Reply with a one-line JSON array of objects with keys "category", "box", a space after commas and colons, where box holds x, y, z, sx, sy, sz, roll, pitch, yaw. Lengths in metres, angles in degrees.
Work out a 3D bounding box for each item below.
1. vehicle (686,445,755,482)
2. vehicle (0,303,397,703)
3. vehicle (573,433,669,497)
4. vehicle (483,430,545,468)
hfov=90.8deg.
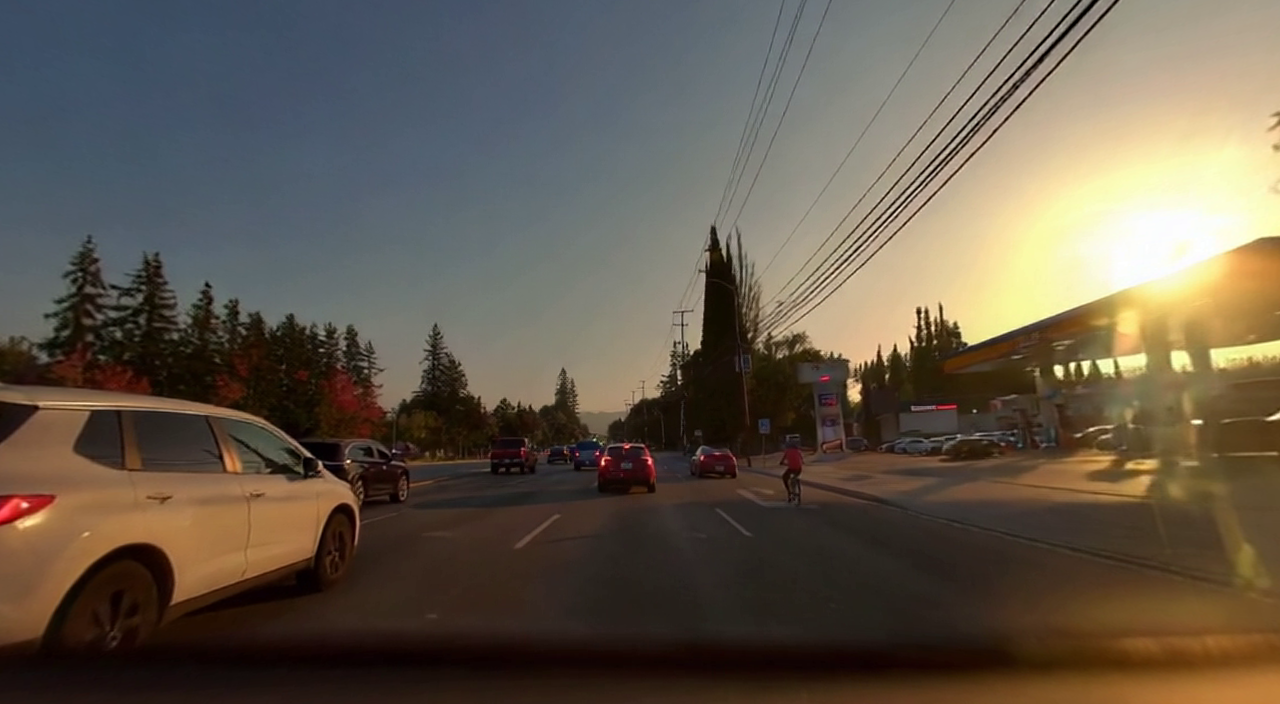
[{"category": "vehicle", "box": [3.040, 4.329, 24.926, 2.065, 1.302, 4.416, 0, -8, -1]}, {"category": "vehicle", "box": [-3.228, 0.838, 3.467, 1.922, 1.642, 4.547, 0, -8, 1]}, {"category": "vehicle", "box": [-0.444, 2.890, 16.508, 2.189, 1.437, 4.135, 0, -8, 0]}, {"category": "vehicle", "box": [-6.814, 5.338, 34.767, 2.385, 1.918, 5.056, 0, -8, 0]}]
